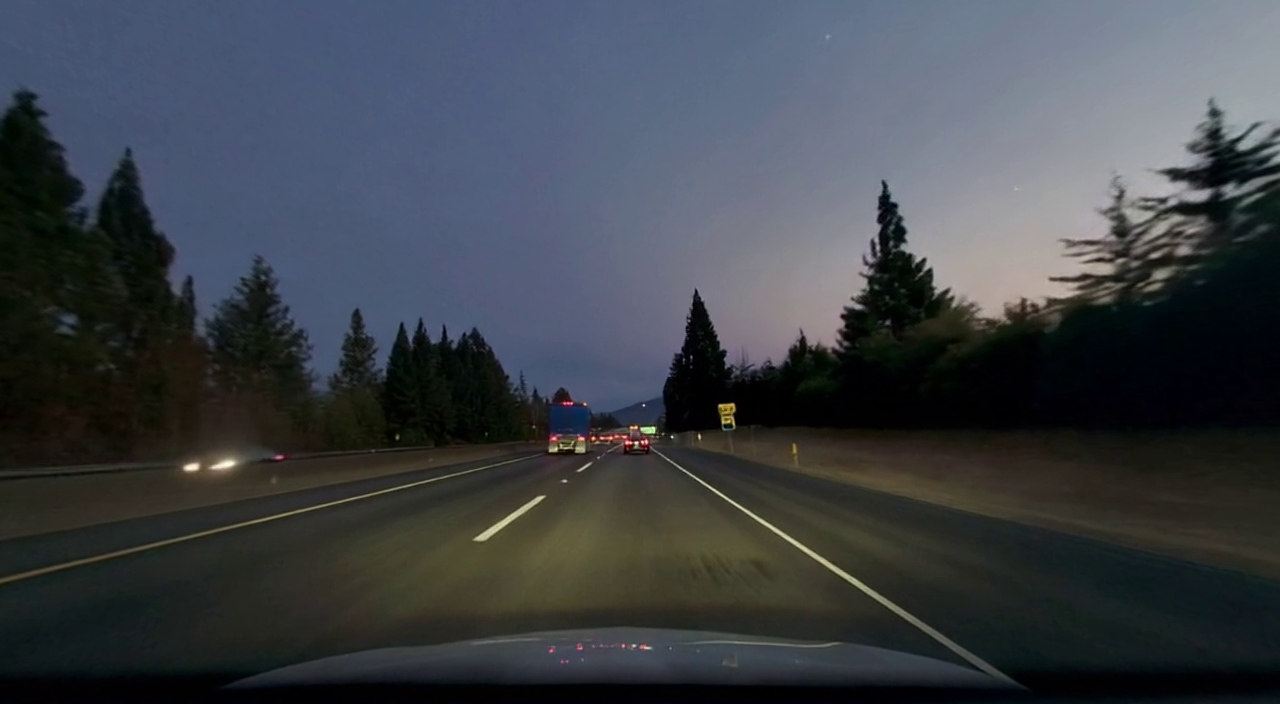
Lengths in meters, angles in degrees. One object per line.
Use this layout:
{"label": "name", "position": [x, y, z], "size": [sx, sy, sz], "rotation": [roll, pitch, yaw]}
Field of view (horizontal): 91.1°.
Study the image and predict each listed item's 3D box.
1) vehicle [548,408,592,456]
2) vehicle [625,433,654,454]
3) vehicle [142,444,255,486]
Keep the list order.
{"label": "vehicle", "position": [-4.856, 5.699, 44.704], "size": [2.450, 3.098, 6.965], "rotation": [0, -8, -1]}
{"label": "vehicle", "position": [-0.093, 6.620, 45.604], "size": [1.988, 1.472, 3.716], "rotation": [0, -8, -1]}
{"label": "vehicle", "position": [-16.798, 4.283, 24.133], "size": [1.654, 1.408, 3.685], "rotation": [0, -8, 0]}
